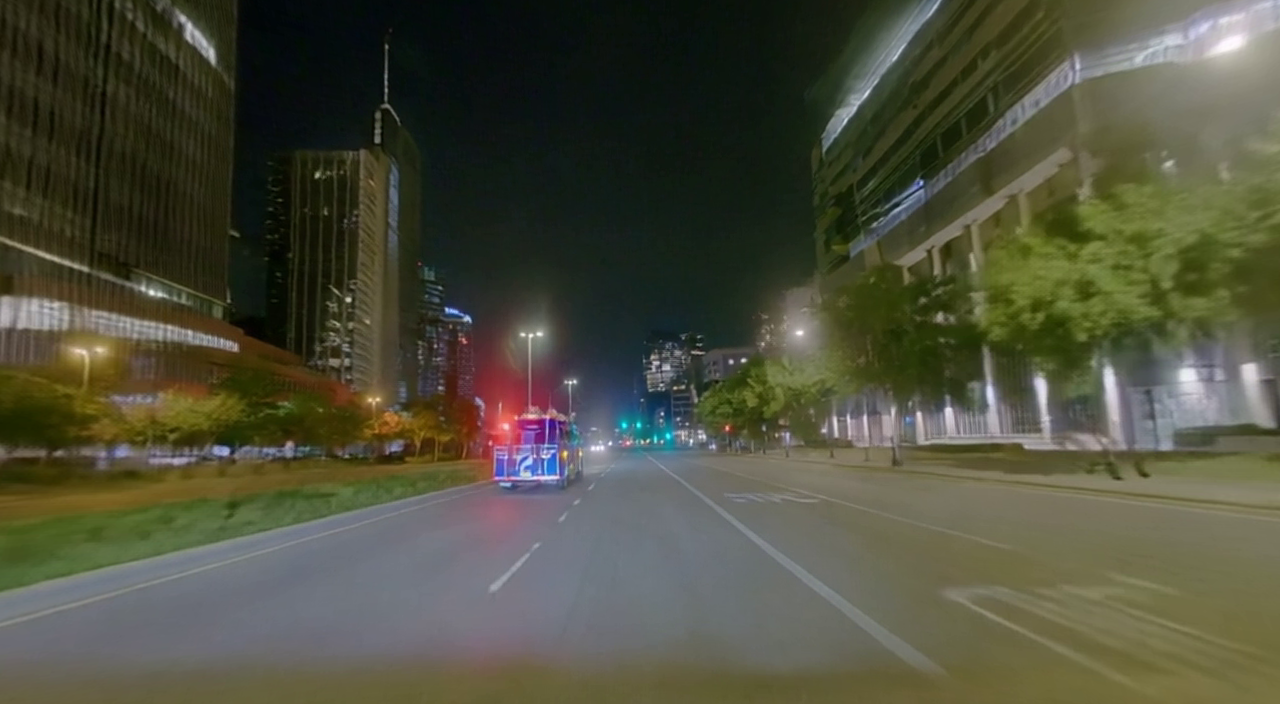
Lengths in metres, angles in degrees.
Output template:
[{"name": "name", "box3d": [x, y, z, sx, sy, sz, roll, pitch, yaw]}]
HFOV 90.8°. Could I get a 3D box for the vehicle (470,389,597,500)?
[{"name": "vehicle", "box3d": [-2.884, 2.759, 18.866, 2.633, 2.787, 5.796, -1, -9, 1]}]
